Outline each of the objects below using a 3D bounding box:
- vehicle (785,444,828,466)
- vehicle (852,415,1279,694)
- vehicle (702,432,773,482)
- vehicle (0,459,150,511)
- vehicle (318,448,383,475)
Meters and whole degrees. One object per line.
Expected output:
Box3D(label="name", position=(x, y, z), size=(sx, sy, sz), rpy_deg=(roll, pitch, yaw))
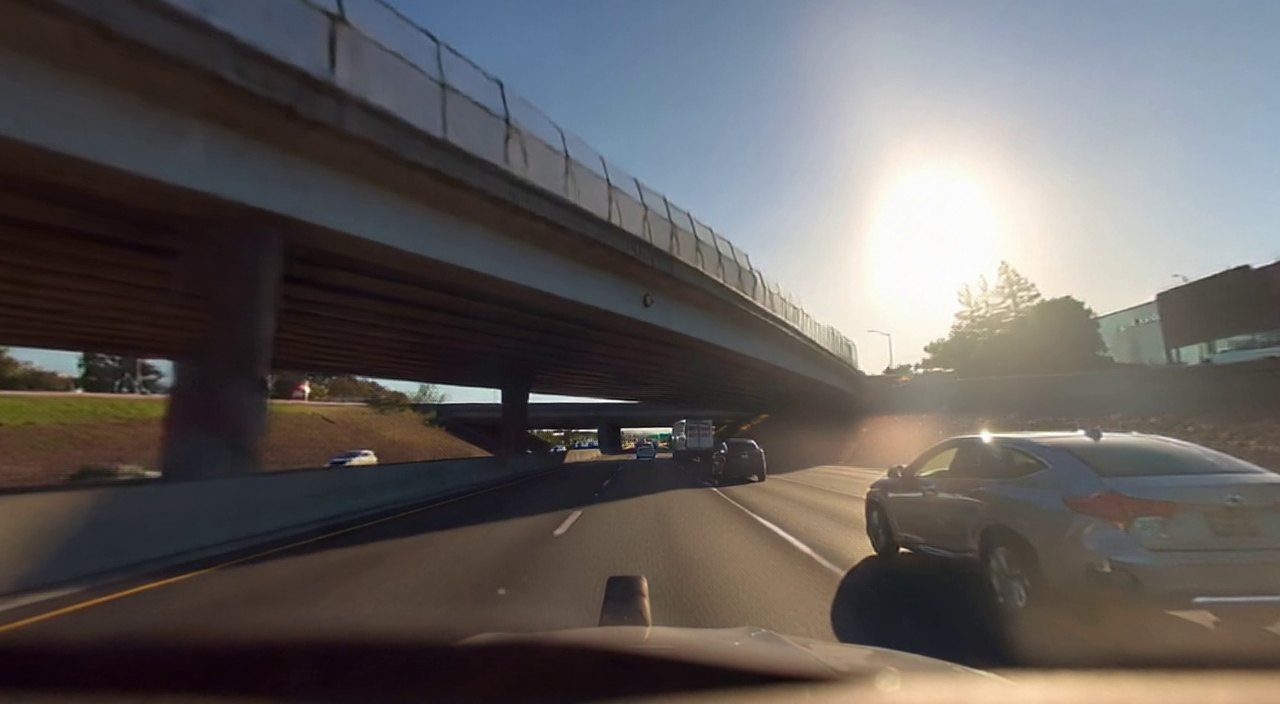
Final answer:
Box3D(label="vehicle", position=(11.717, 7.260, 44.711), size=(1.926, 1.451, 3.936), rpy_deg=(0, -8, -1))
Box3D(label="vehicle", position=(3.628, 1.415, 5.669), size=(1.902, 1.481, 4.451), rpy_deg=(0, -8, 0))
Box3D(label="vehicle", position=(3.850, 4.249, 25.817), size=(2.086, 1.858, 4.737), rpy_deg=(0, -8, -1))
Box3D(label="vehicle", position=(-19.393, 4.439, 21.487), size=(1.894, 1.499, 4.357), rpy_deg=(0, -8, 0))
Box3D(label="vehicle", position=(-22.525, 8.515, 49.353), size=(2.242, 1.896, 5.776), rpy_deg=(0, -8, 1))
